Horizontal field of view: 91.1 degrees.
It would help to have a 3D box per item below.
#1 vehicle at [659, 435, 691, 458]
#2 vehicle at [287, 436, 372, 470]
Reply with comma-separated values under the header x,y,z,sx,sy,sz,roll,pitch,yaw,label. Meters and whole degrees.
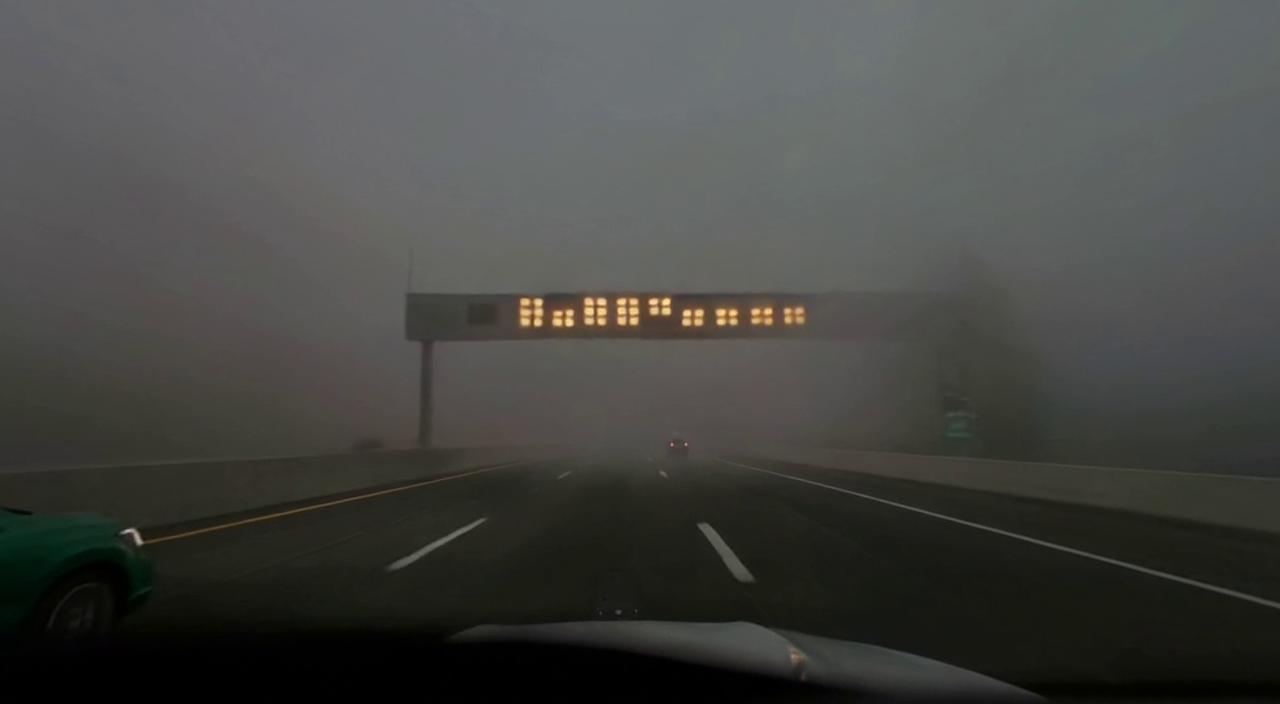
x,y,z,sx,sy,sz,roll,pitch,yaw,label
2.331,6.373,42.685,1.946,1.481,3.969,0,-8,0,vehicle
-16.212,5.260,33.108,1.988,1.629,4.622,0,-8,2,vehicle
